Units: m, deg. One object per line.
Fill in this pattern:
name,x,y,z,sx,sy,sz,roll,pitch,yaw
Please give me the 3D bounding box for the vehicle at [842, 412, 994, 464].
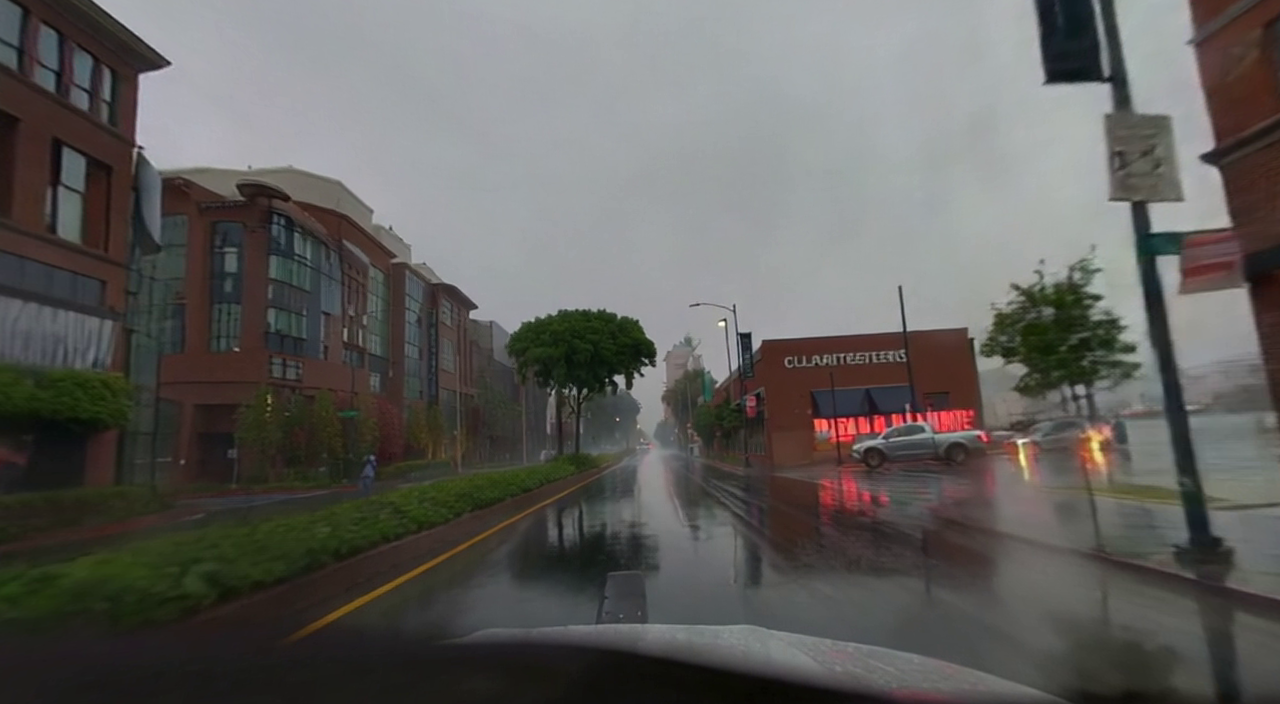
vehicle,10.201,3.236,23.592,4.694,1.826,2.226,-2,-9,10
